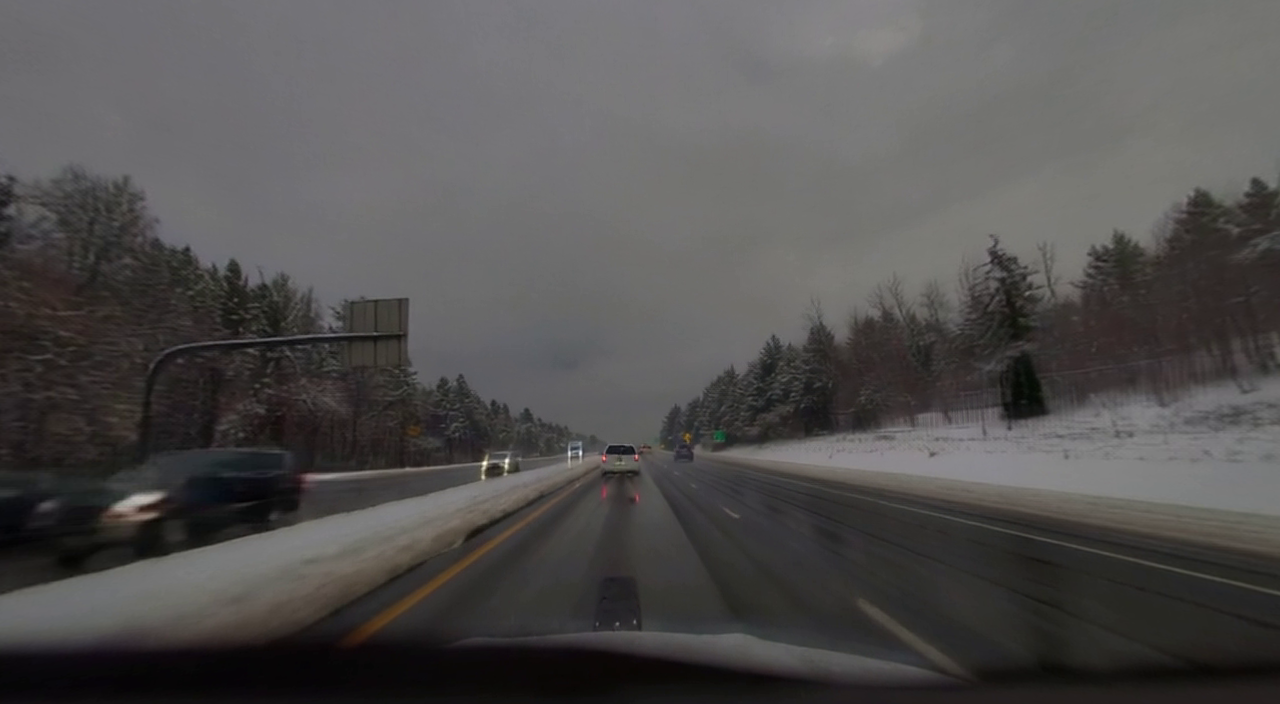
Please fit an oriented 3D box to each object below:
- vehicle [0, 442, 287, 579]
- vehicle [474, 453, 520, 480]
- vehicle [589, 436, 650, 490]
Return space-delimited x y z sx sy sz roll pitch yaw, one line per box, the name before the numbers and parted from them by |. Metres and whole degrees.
vehicle | -8.826 2.569 11.149 2.152 1.839 5.038 -1 -9 0
vehicle | -9.039 7.253 39.885 1.920 1.524 4.179 -1 -9 0
vehicle | -0.659 3.838 21.893 1.937 1.699 3.936 -1 -9 0
